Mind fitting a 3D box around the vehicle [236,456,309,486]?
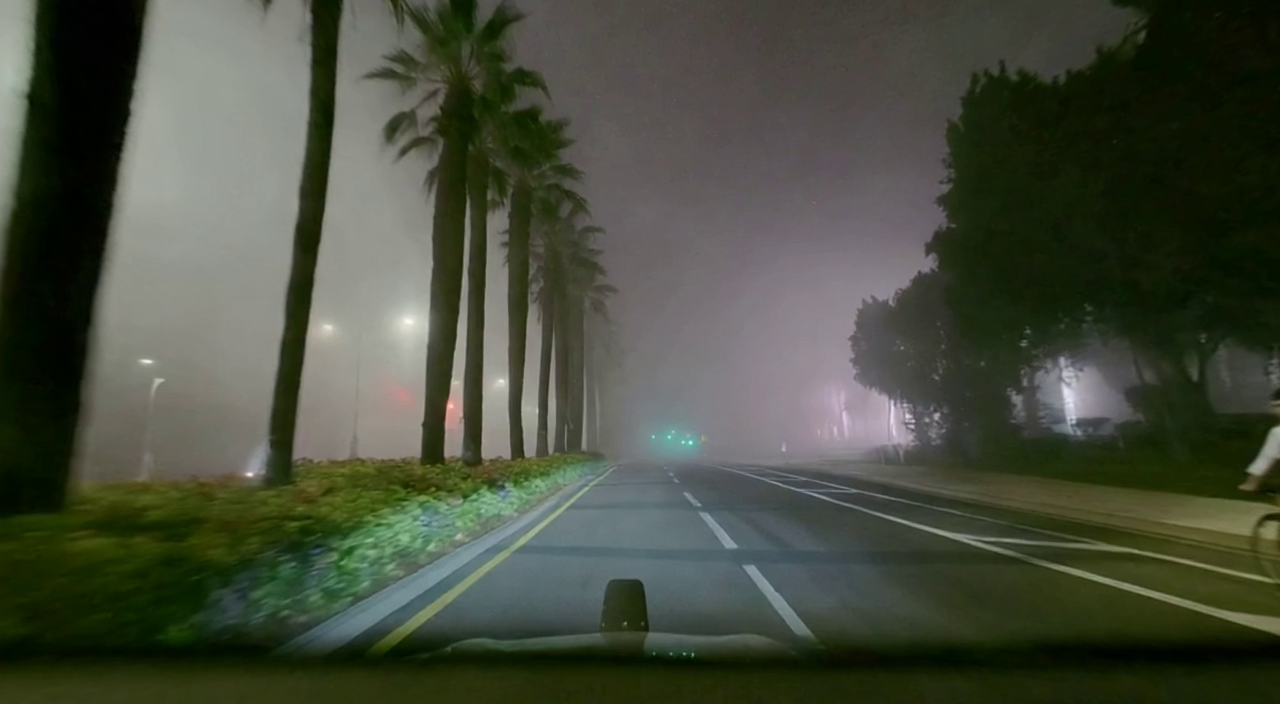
[{"bbox_3d":[-22.107,7.147,38.099,1.809,1.591,4.245,0,-8,0],"label":"vehicle"}]
